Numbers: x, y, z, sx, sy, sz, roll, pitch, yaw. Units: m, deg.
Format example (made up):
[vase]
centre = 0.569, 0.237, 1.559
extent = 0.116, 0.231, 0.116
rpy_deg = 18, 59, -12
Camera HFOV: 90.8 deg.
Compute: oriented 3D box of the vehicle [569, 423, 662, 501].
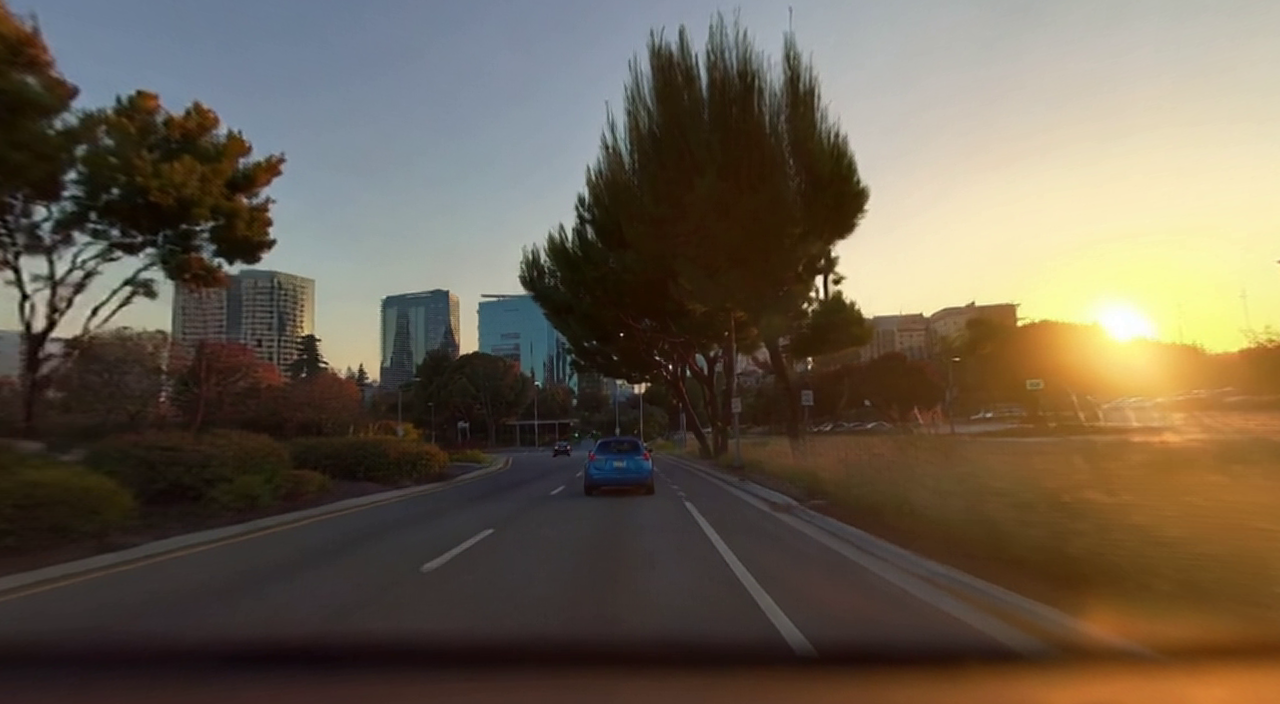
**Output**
[vehicle]
centre = -0.591, 2.834, 16.703
extent = 2.131, 1.761, 4.242
rpy_deg = 0, -8, -1
